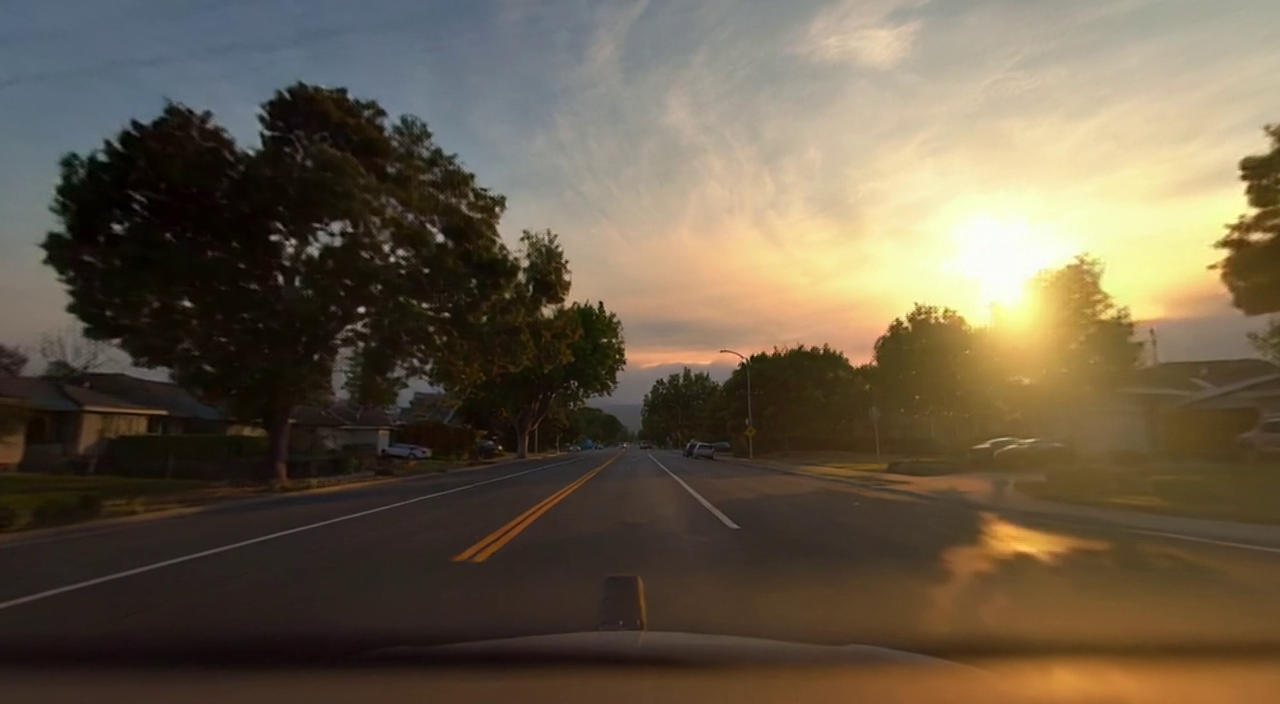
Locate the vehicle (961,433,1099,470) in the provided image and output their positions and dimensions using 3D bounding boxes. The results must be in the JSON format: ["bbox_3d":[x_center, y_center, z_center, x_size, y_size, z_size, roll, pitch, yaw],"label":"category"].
[{"bbox_3d":[16.652,4.282,27.189,4.443,1.497,2.168,0,-8,2],"label":"vehicle"}]
